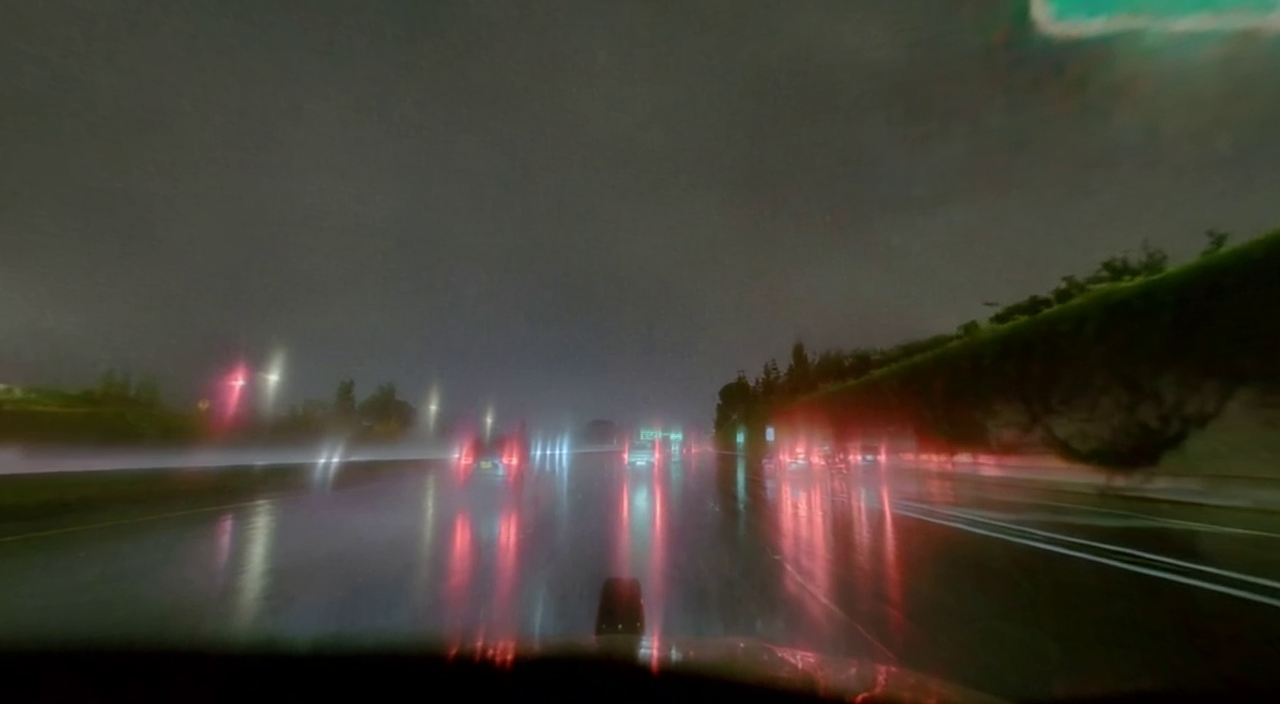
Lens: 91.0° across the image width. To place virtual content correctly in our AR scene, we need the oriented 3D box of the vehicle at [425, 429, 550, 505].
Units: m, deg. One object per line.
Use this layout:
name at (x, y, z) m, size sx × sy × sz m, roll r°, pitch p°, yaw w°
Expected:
vehicle at (-3.844, 3.003, 16.806) m, size 2.142 × 1.759 × 4.297 m, roll 0°, pitch -9°, yaw 2°

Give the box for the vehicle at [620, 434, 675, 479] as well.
vehicle at (0.343, 4.769, 28.879) m, size 2.270 × 1.862 × 4.949 m, roll 0°, pitch -9°, yaw 1°

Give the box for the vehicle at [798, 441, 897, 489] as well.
vehicle at (7.003, 3.854, 21.796) m, size 1.936 × 1.480 × 4.373 m, roll 0°, pitch -9°, yaw 0°

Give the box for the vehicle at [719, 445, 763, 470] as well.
vehicle at (6.208, 6.509, 39.137) m, size 2.005 × 1.456 × 4.287 m, roll 0°, pitch -9°, yaw -1°
